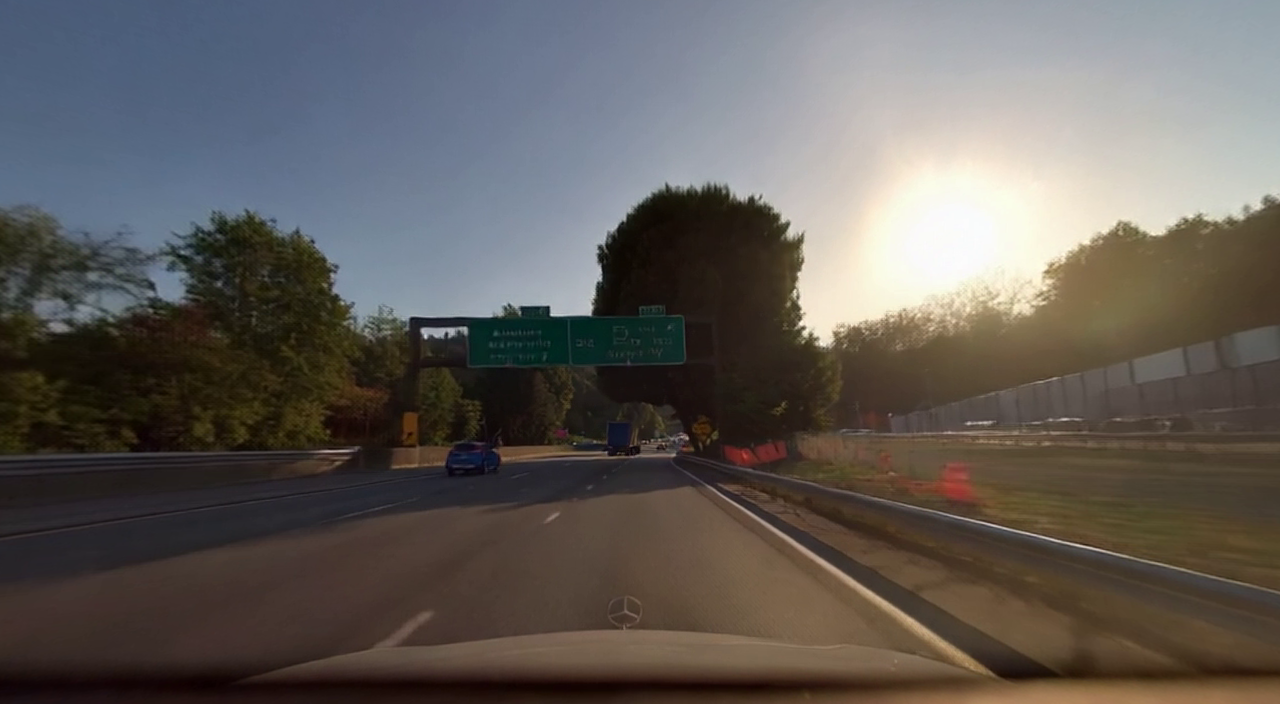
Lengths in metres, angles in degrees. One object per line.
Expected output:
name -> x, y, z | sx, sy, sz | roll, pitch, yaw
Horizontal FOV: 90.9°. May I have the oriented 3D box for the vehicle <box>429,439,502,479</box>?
vehicle -> -7.421, 4.605, 27.243 | 1.893, 1.566, 4.051 | 0, -9, 1
